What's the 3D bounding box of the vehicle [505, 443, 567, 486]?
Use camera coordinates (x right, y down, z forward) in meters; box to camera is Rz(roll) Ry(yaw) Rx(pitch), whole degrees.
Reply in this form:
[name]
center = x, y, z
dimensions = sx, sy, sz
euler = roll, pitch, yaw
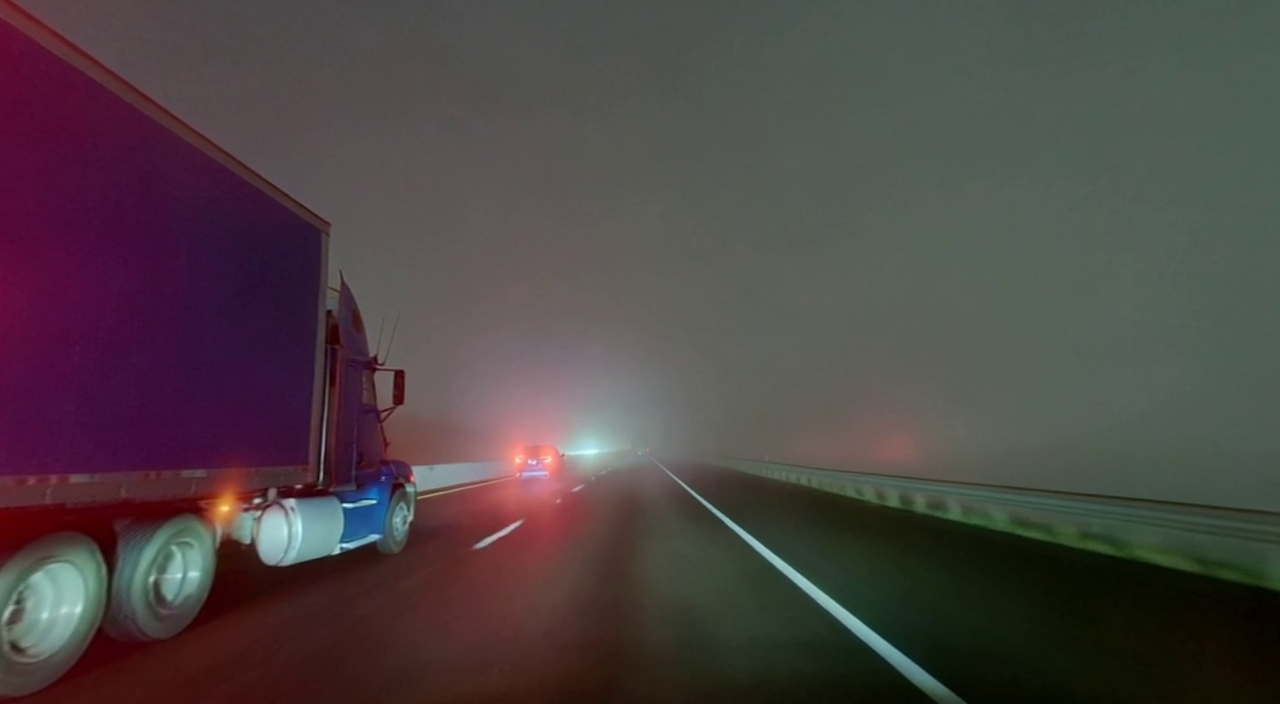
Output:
[vehicle]
center = -4.062, 4.427, 25.196
dimensions = 1.880, 1.569, 3.714
euler = 0, -9, -1
